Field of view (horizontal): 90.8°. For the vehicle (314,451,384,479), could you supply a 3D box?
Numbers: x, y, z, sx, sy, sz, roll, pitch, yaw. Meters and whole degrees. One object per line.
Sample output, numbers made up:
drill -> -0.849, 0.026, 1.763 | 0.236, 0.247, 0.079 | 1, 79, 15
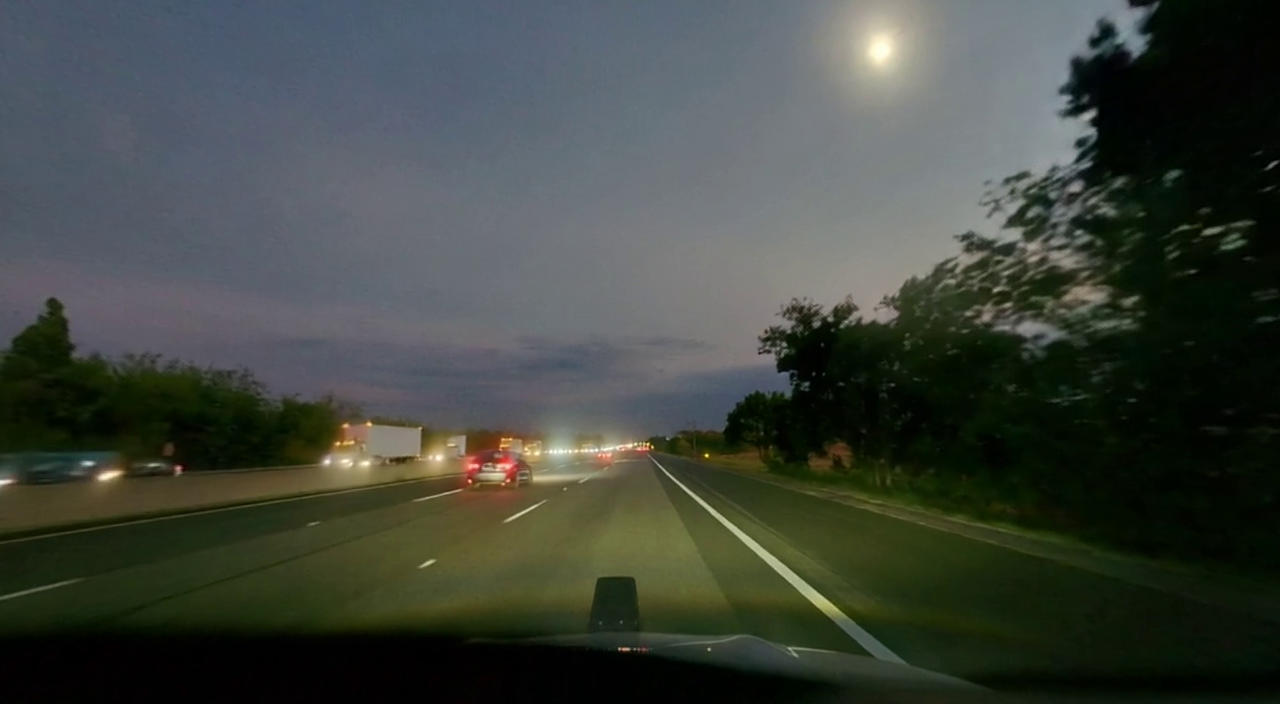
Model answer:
vehicle -> -15.734, 6.111, 34.346 | 1.828, 1.403, 4.196 | 0, -9, 0

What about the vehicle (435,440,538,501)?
vehicle -> -4.271, 3.355, 18.277 | 1.954, 1.541, 4.079 | 0, -9, 0

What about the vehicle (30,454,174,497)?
vehicle -> -20.001, 4.561, 23.737 | 1.808, 1.429, 4.079 | 0, -9, 0
